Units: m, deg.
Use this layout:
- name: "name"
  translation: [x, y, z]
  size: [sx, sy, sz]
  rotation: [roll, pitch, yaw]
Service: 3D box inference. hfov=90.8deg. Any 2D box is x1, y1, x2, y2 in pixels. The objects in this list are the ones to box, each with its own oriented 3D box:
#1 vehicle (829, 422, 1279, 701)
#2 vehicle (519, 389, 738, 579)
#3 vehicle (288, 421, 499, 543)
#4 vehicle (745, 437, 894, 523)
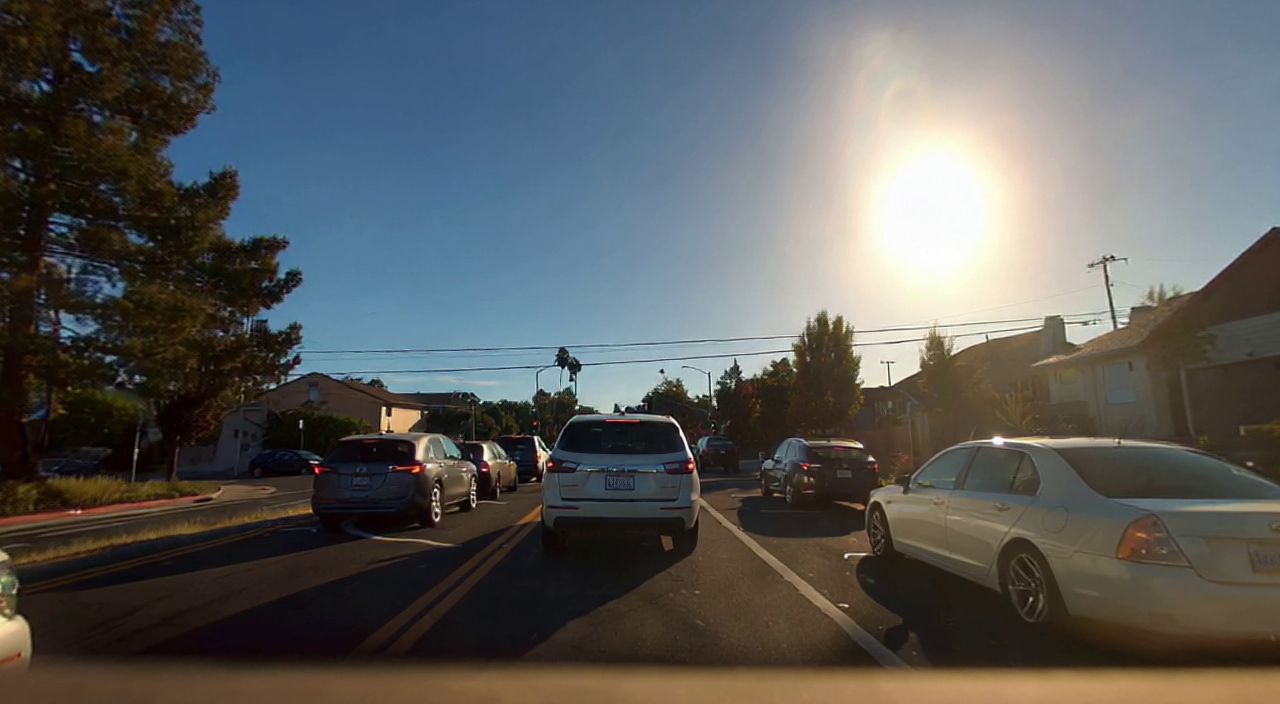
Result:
- name: "vehicle"
  translation: [3.469, 1.467, 5.769]
  size: [1.977, 1.480, 4.589]
  rotation: [0, -8, -1]
- name: "vehicle"
  translation: [-0.216, 1.613, 8.478]
  size: [2.164, 1.867, 4.254]
  rotation: [0, -8, -3]
- name: "vehicle"
  translation: [-3.722, 2.028, 10.521]
  size: [1.864, 1.576, 4.324]
  rotation: [0, -8, -2]
- name: "vehicle"
  translation: [3.465, 2.528, 13.048]
  size: [1.880, 1.476, 3.932]
  rotation: [0, -8, 0]
